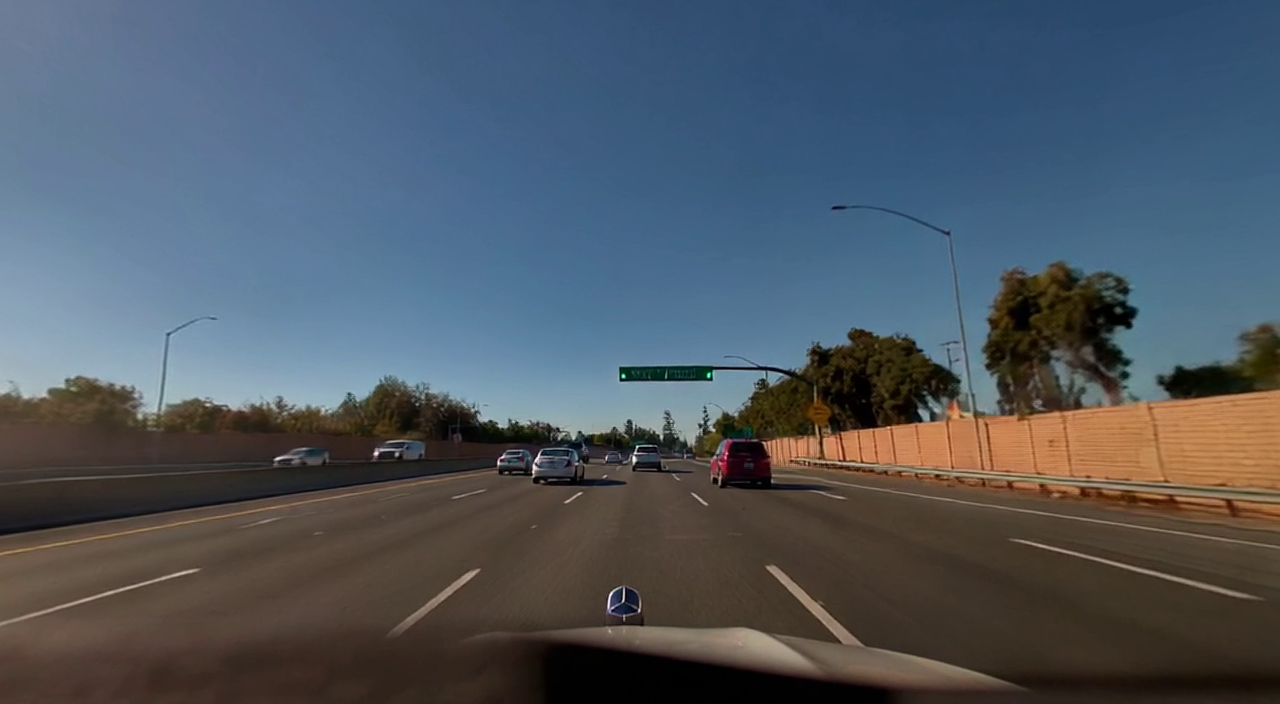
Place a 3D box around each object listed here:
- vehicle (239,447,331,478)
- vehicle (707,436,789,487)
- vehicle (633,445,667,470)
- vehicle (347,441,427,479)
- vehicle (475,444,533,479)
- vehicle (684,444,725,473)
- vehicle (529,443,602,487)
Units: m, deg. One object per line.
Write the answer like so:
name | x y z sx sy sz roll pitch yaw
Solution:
vehicle | -18.632 5.805 33.468 2.037 1.489 4.795 0 -8 1
vehicle | 3.969 4.093 24.041 2.320 1.735 4.408 0 -8 0
vehicle | 0.739 7.802 47.048 2.408 1.748 4.217 0 -8 1
vehicle | -12.197 5.220 30.803 1.958 1.693 4.534 0 -8 1
vehicle | -6.231 5.047 29.296 1.835 1.504 3.612 0 -8 1
vehicle | 3.934 6.589 39.284 2.146 1.658 4.318 0 -8 1
vehicle | -2.723 4.247 24.183 2.130 1.514 4.766 0 -8 1
